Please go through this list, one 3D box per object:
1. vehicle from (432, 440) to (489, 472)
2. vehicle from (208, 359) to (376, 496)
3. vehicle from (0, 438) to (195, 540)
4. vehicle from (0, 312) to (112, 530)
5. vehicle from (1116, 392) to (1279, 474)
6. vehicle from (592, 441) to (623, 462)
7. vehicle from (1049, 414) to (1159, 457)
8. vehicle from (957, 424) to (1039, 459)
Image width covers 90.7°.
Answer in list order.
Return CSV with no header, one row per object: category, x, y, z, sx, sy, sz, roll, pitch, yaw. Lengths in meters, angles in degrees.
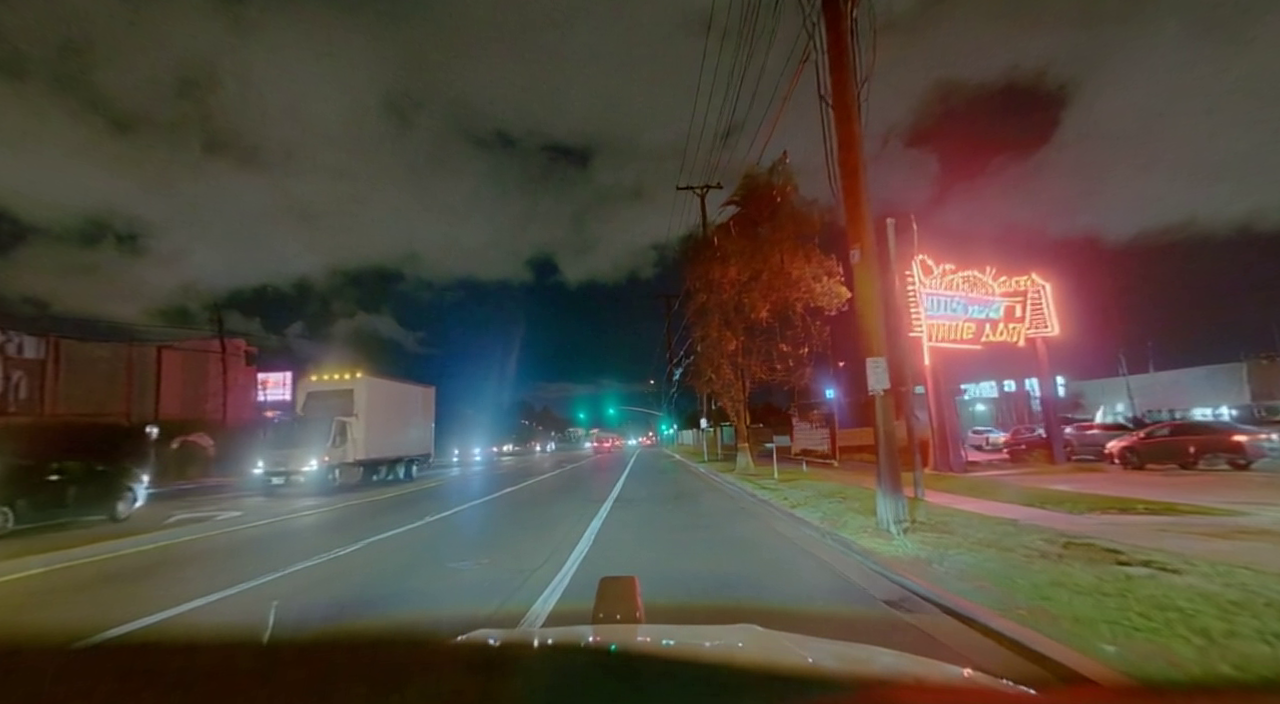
vehicle,-10.505,6.094,37.355,2.004,1.745,4.445,-1,-8,1
vehicle,-10.645,2.404,19.816,3.027,3.903,3.372,0,-9,1
vehicle,-10.599,2.534,11.383,1.919,1.512,4.443,-4,-13,0
vehicle,-13.735,0.418,5.995,2.876,4.151,17.071,-1,-8,0
vehicle,15.307,2.245,16.657,2.052,1.837,4.750,-1,-10,4
vehicle,-2.473,7.633,48.794,2.040,1.492,5.114,-1,-8,1
vehicle,22.237,4.074,30.630,2.010,1.871,4.913,-1,-9,6
vehicle,16.910,4.275,30.092,1.697,1.559,3.647,-1,-9,0
